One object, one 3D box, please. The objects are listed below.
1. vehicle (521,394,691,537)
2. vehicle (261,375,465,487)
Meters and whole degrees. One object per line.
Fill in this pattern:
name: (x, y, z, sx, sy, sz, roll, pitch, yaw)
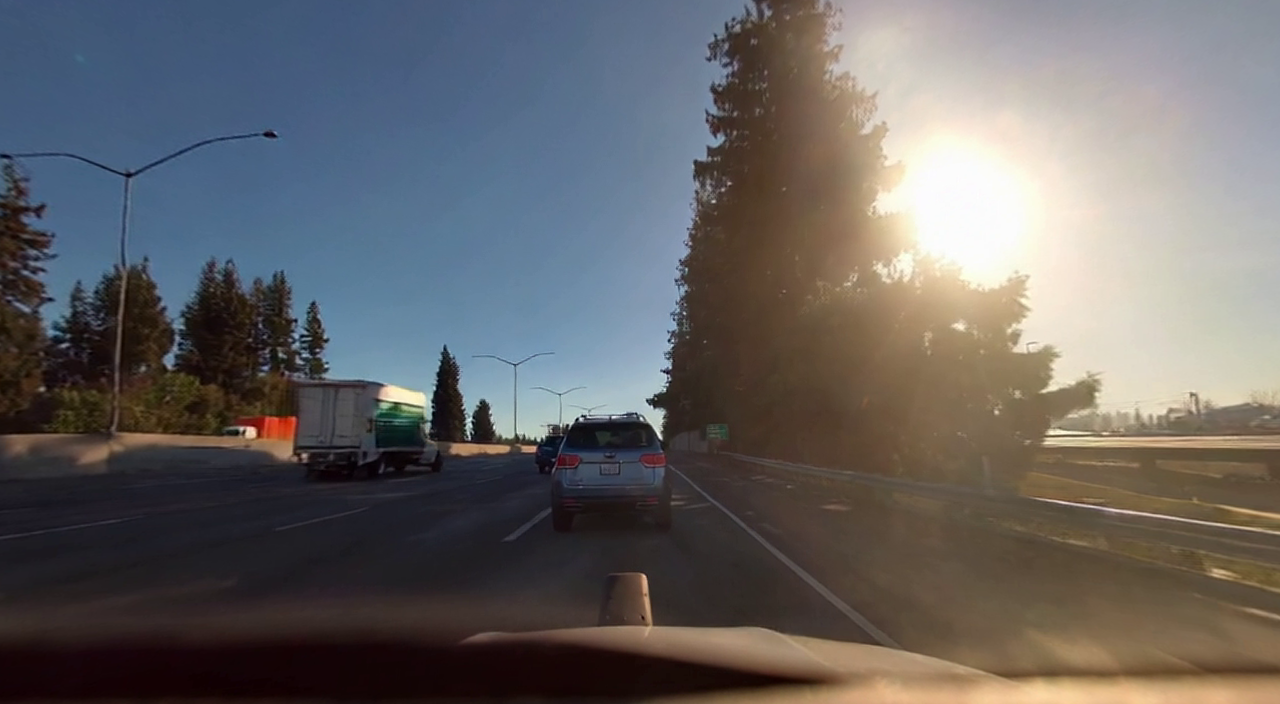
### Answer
vehicle: (-0.494, 1.958, 11.386, 2.395, 2.013, 4.734, 0, -8, 0)
vehicle: (-10.848, 3.495, 26.996, 3.347, 3.686, 12.113, 0, -8, -1)
